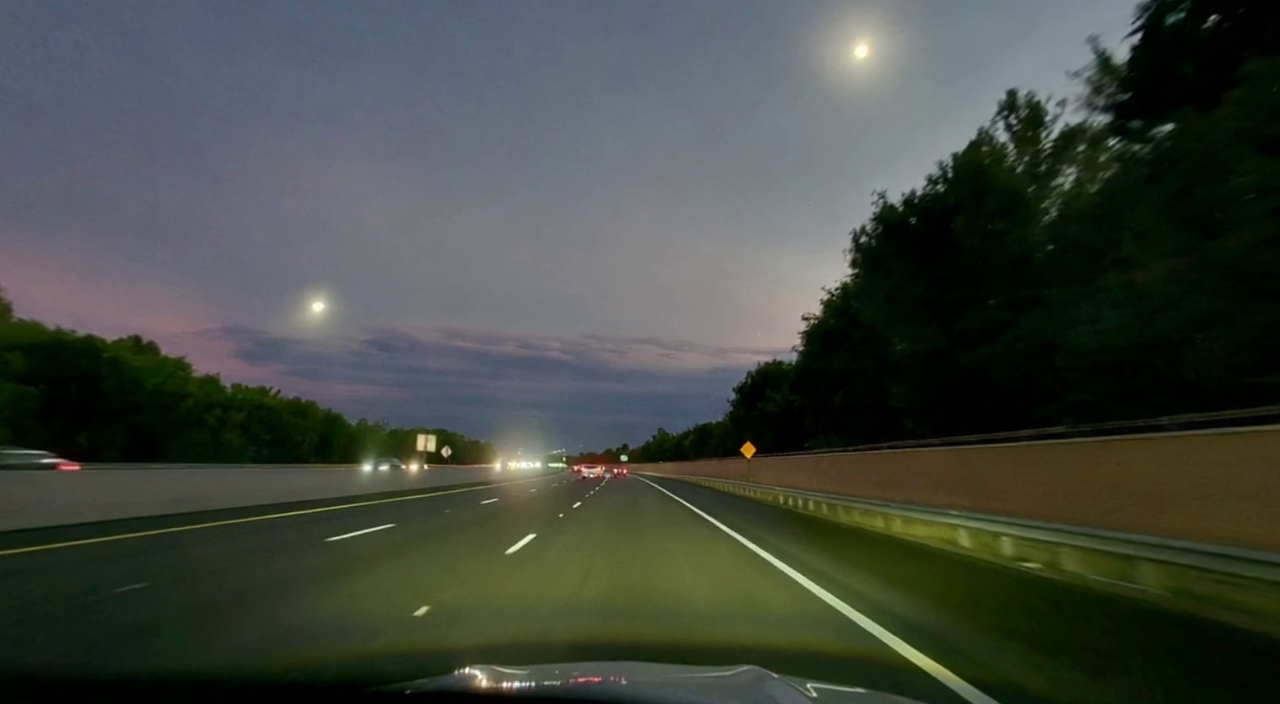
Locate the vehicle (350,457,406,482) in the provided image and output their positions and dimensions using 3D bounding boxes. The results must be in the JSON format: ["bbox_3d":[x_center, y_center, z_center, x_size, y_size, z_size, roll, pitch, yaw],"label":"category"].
[{"bbox_3d":[-17.280,7.781,41.744,1.896,1.527,4.385,1,-10,-1],"label":"vehicle"}]
